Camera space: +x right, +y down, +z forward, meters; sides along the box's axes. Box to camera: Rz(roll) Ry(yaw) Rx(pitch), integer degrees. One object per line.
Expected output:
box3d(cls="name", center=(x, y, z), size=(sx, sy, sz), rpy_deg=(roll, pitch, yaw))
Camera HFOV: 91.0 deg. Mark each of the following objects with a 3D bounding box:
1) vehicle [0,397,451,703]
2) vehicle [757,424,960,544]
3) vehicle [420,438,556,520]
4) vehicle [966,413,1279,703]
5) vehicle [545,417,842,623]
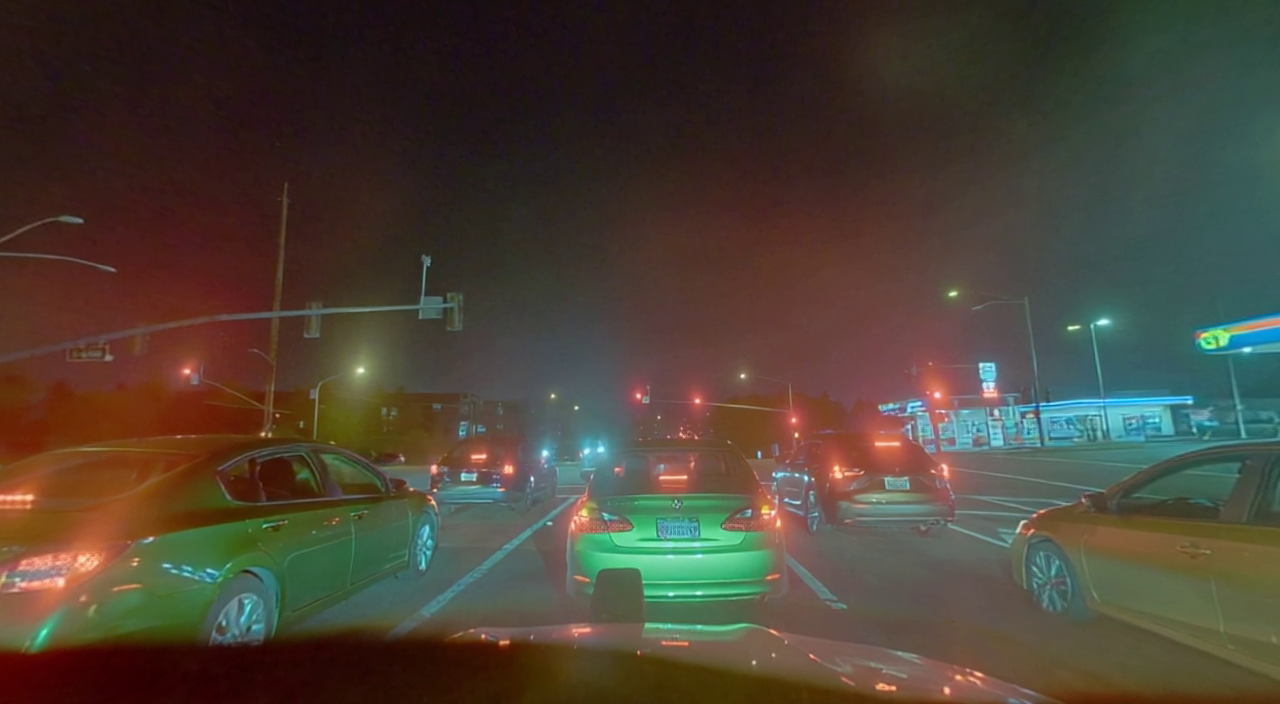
box3d(cls="vehicle", center=(-3.008, 1.245, 4.608), size=(1.887, 1.493, 4.255), rpy_deg=(0, -9, 0))
box3d(cls="vehicle", center=(3.396, 2.123, 10.768), size=(1.947, 1.630, 4.127), rpy_deg=(0, -9, 0))
box3d(cls="vehicle", center=(-3.073, 2.643, 13.689), size=(1.867, 1.474, 4.237), rpy_deg=(0, -9, 0))
box3d(cls="vehicle", center=(4.179, 1.127, 3.592), size=(1.950, 1.497, 4.686), rpy_deg=(0, -9, -3))
box3d(cls="vehicle", center=(0.334, 1.582, 6.943), size=(2.220, 1.507, 4.317), rpy_deg=(0, -9, -2))
